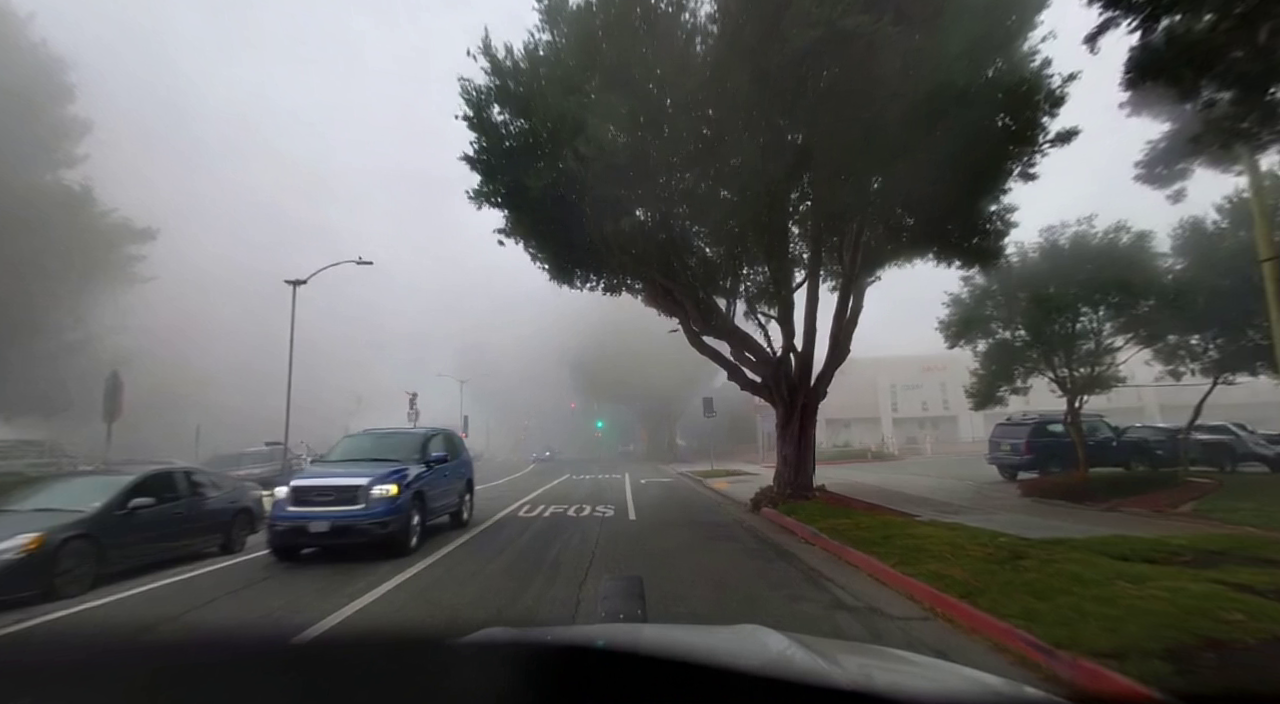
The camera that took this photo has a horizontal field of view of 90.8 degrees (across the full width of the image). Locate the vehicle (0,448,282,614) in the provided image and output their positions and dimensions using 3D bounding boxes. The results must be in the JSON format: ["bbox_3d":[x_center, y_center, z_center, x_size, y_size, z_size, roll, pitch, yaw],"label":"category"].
[{"bbox_3d":[-7.242,2.113,8.549,2.150,1.598,4.587,0,-8,-1],"label":"vehicle"}]

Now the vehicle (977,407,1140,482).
[{"bbox_3d":[12.690,2.878,19.609,2.112,2.050,4.327,0,-8,2],"label":"vehicle"}]

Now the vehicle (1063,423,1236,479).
[{"bbox_3d":[15.300,3.012,19.320,1.989,1.530,4.014,0,-8,2],"label":"vehicle"}]

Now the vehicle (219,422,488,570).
[{"bbox_3d":[-3.886,2.009,9.633,2.136,1.704,4.349,0,-8,-2],"label":"vehicle"}]
